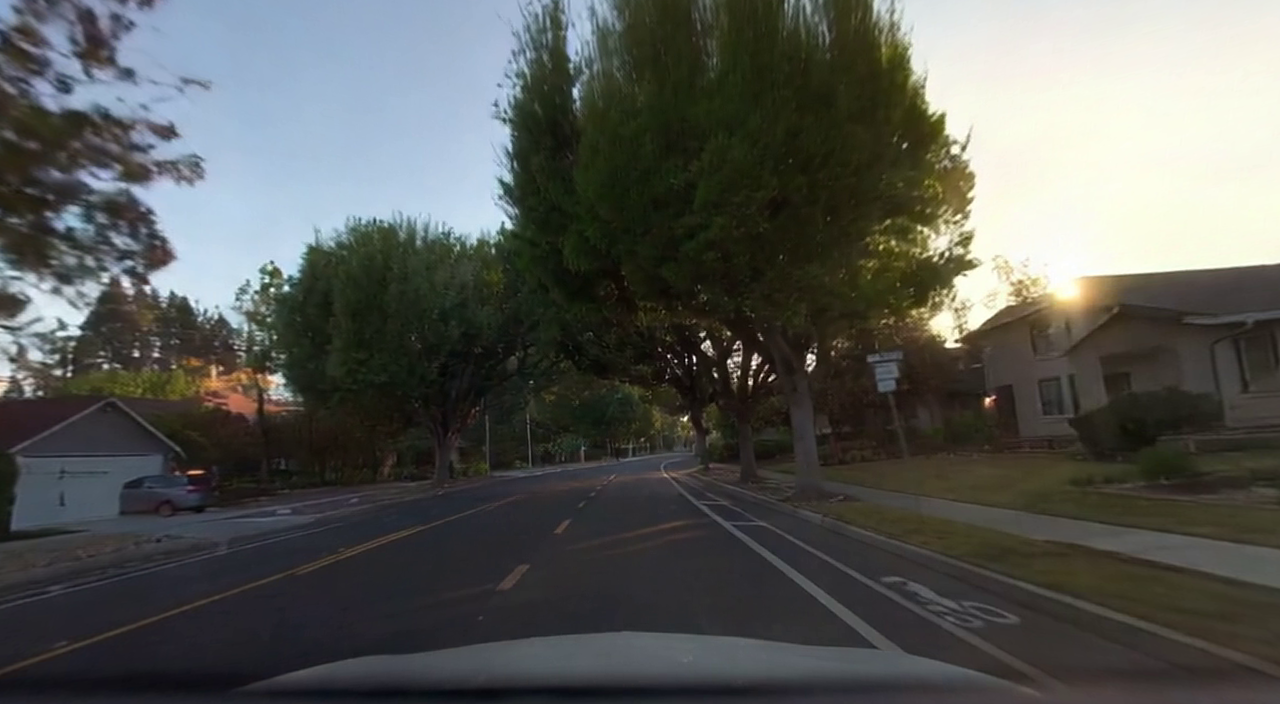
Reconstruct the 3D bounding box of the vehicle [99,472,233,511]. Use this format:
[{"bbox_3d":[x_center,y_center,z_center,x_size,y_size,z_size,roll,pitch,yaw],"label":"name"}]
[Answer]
[{"bbox_3d":[-19.276,5.674,25.792,4.173,1.423,1.657,-1,-9,3],"label":"vehicle"}]
